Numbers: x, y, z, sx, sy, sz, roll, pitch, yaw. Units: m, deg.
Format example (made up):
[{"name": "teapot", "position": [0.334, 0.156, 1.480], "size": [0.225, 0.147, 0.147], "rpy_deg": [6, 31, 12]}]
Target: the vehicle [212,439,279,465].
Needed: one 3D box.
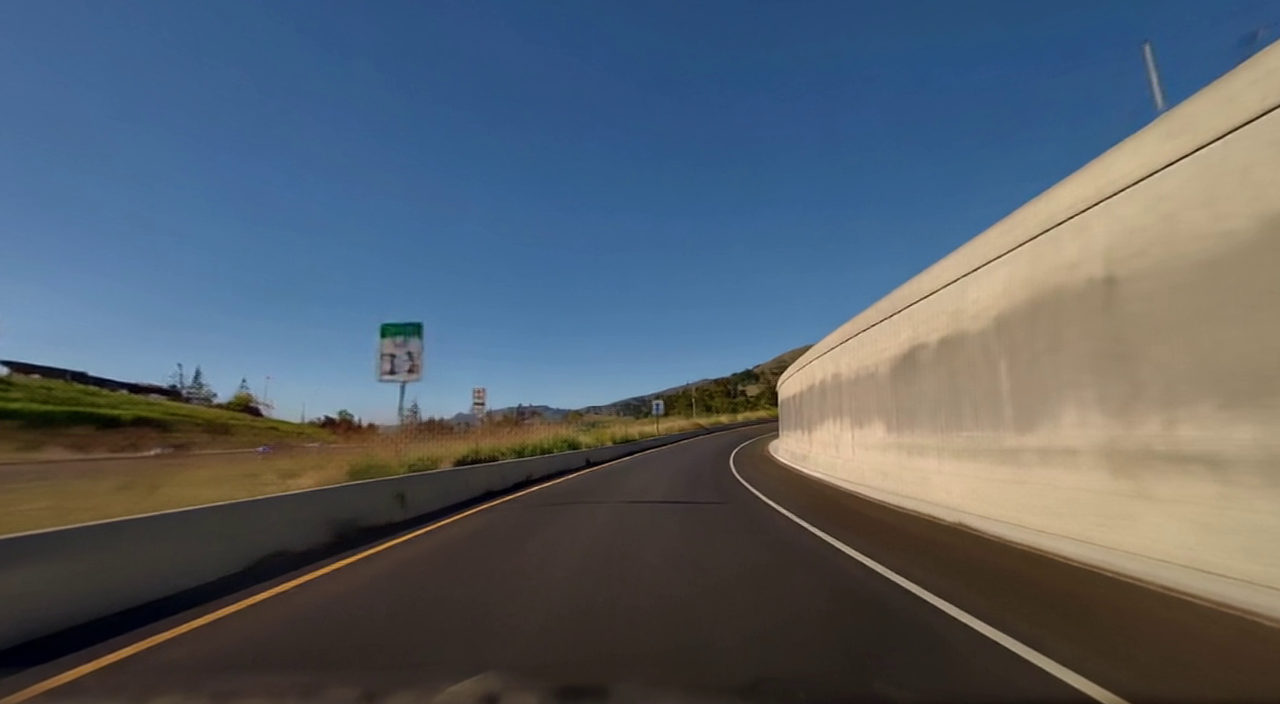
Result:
[{"name": "vehicle", "position": [-24.019, 6.063, 38.464], "size": [1.895, 1.451, 4.168], "rpy_deg": [1, -8, -9]}]
